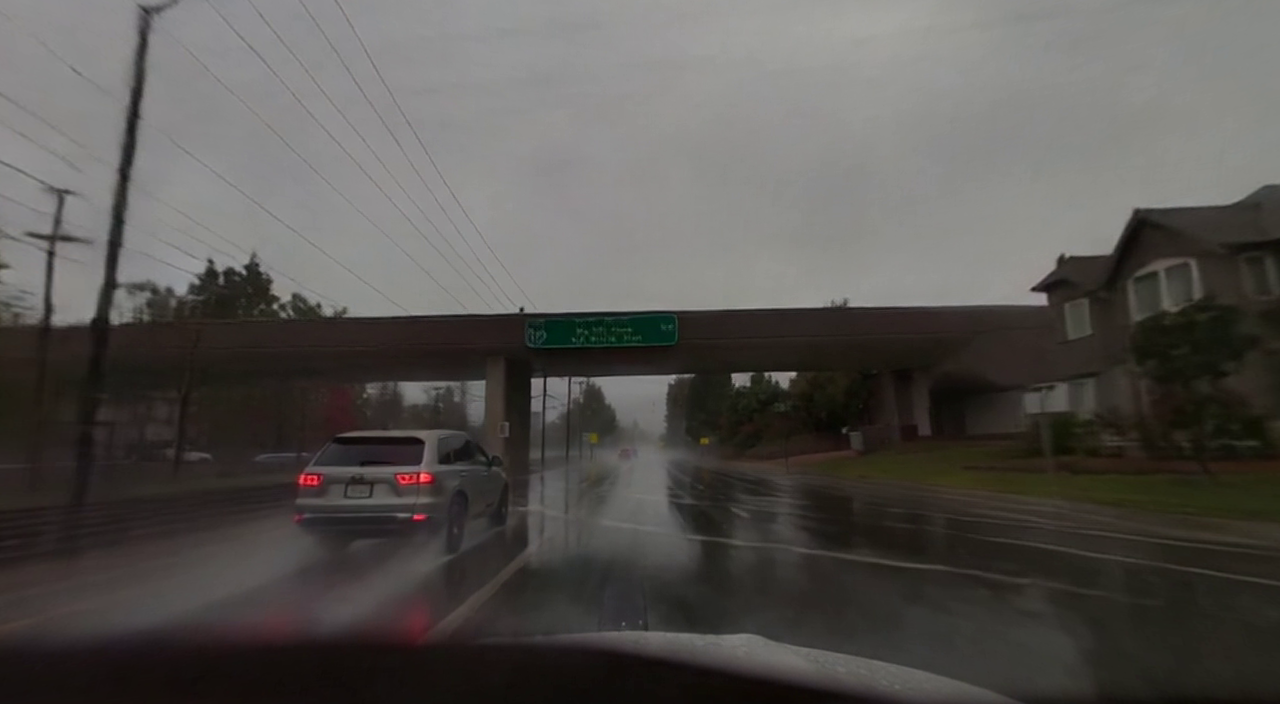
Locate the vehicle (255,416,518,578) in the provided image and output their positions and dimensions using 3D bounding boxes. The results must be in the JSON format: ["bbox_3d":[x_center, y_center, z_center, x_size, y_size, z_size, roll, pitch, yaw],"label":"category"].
[{"bbox_3d":[-3.131,1.877,8.930,1.882,1.704,4.335,0,-9,1],"label":"vehicle"}]
